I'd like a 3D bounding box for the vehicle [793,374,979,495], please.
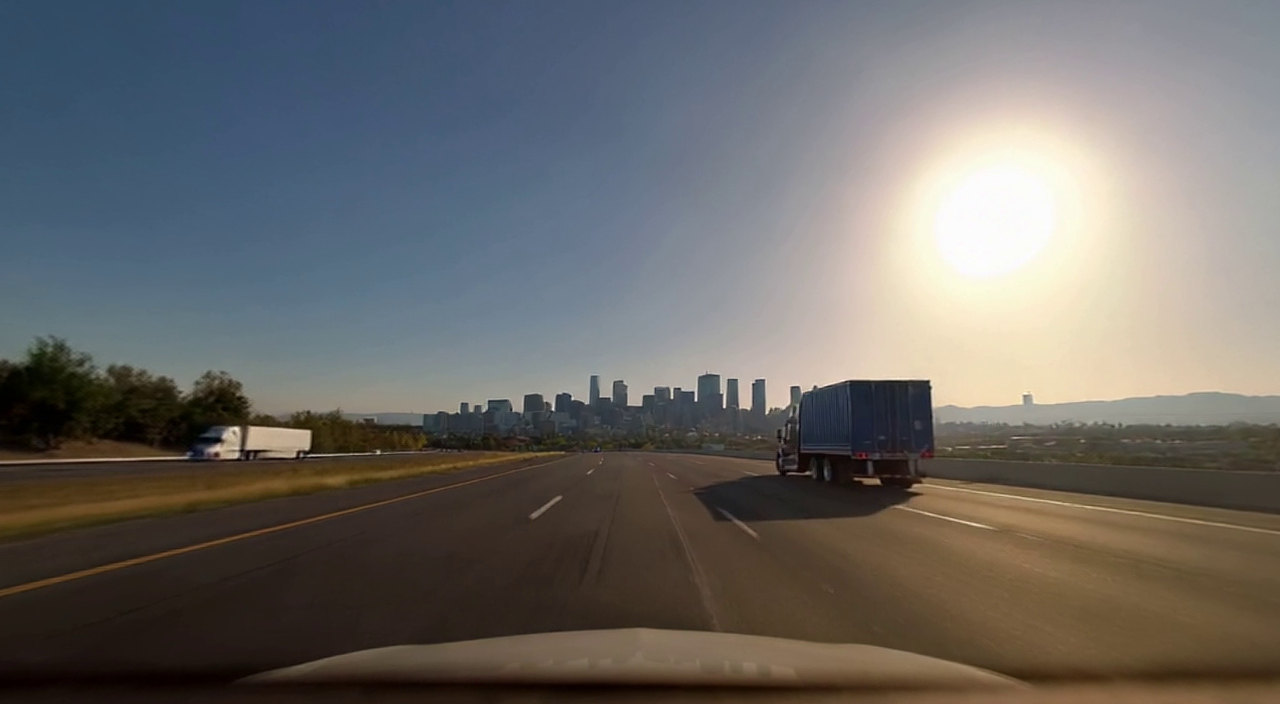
[{"bbox_3d":[7.003,2.607,19.419,2.627,3.011,7.287,0,-9,-1],"label":"vehicle"}]
